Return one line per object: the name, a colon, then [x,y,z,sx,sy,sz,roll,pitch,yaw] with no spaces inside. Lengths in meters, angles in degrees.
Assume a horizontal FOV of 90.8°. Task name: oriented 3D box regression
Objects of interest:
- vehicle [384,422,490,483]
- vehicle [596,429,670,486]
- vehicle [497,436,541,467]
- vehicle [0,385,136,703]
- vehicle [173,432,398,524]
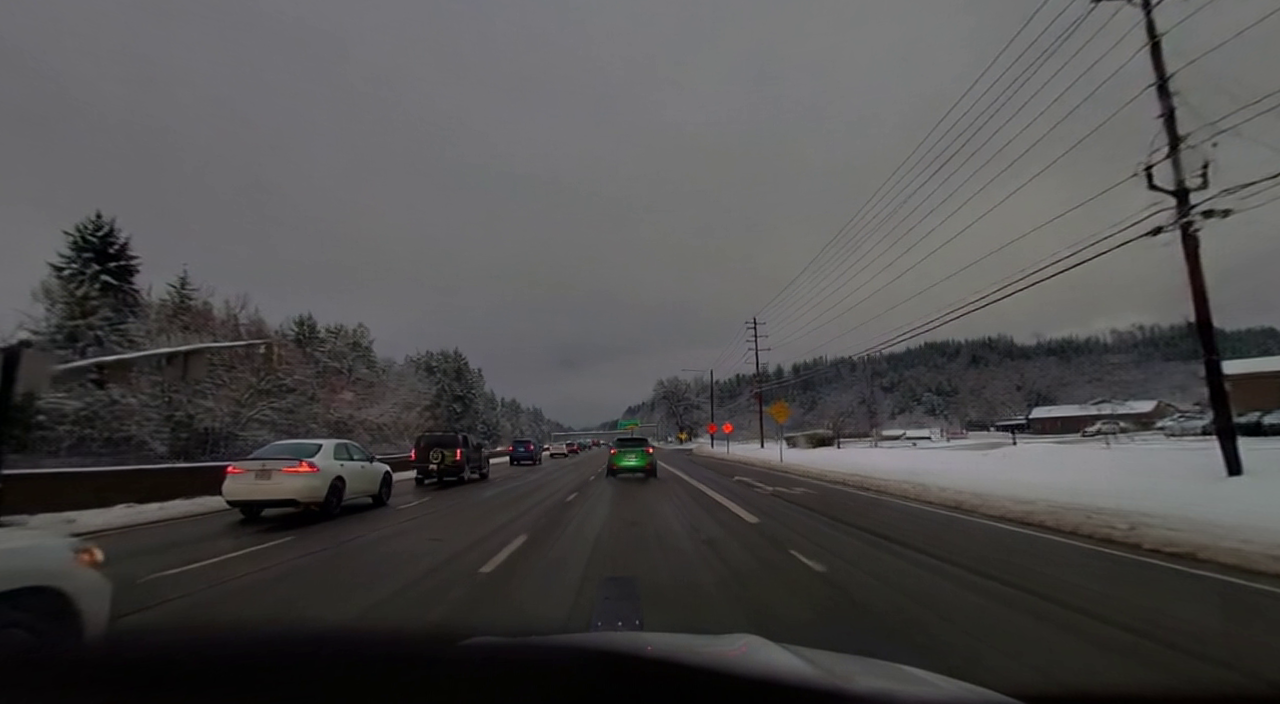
vehicle: [-7.048,3.559,22.601,2.144,1.905,4.967,0,-8,0]
vehicle: [-0.234,3.395,20.586,2.140,1.653,4.108,0,-8,-1]
vehicle: [-7.289,5.988,38.339,1.914,1.756,4.179,0,-8,-1]
vehicle: [-3.159,0.605,0.209,2.174,1.510,4.636,0,-8,0]
vehicle: [-6.697,2.410,12.691,1.900,1.483,4.547,0,-8,0]
